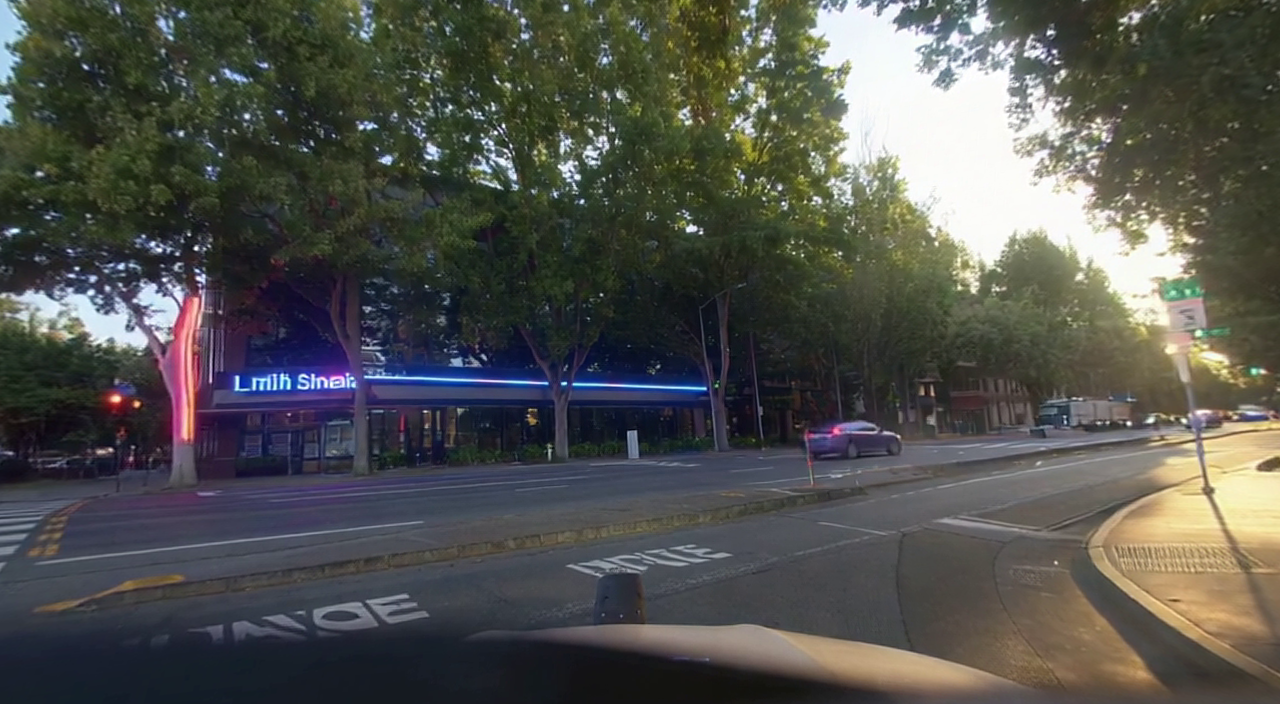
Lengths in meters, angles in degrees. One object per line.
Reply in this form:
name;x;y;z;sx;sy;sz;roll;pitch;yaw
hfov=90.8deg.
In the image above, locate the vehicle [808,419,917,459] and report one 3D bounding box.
vehicle;8.931;3.488;25.276;4.442;1.458;1.902;6;-11;-37
